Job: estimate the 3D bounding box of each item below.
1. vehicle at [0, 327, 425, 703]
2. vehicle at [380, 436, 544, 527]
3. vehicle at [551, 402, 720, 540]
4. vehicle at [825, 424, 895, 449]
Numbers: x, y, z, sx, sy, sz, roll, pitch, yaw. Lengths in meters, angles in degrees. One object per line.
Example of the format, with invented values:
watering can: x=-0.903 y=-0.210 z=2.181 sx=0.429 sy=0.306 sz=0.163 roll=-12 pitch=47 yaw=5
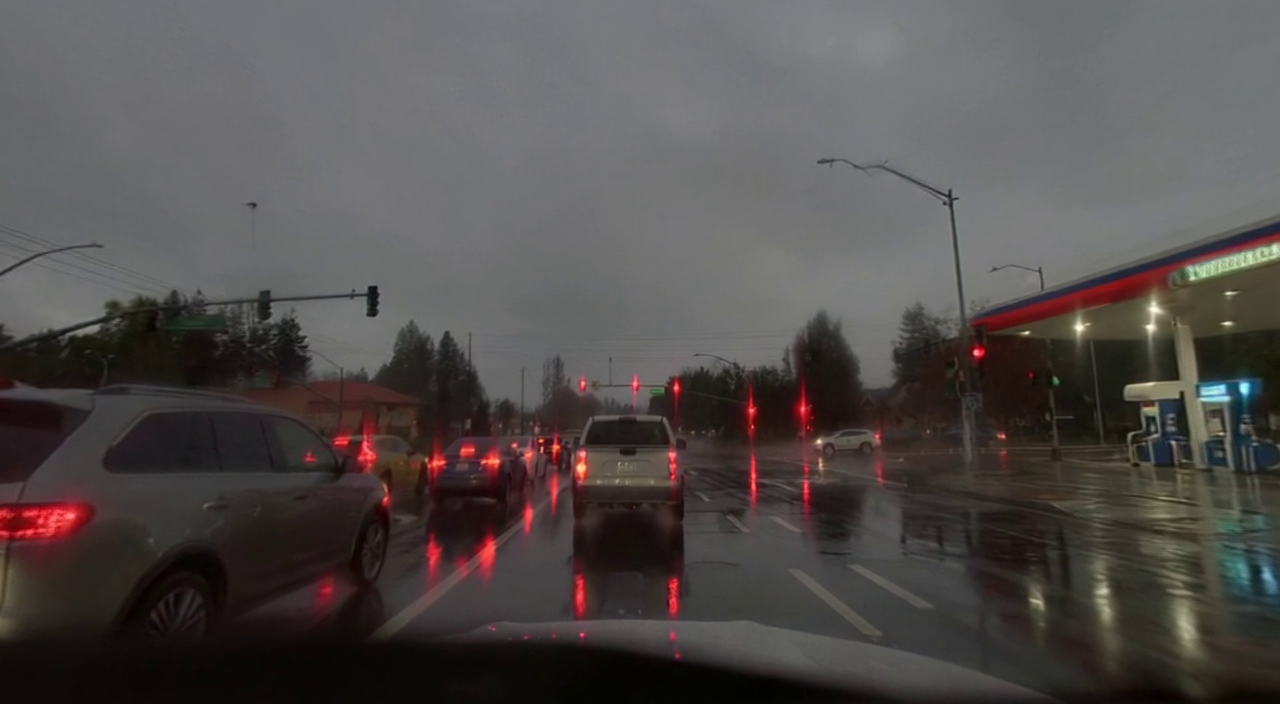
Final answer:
vehicle: x=-3.310 y=1.073 z=4.376 sx=2.096 sy=1.718 sz=4.266 roll=0 pitch=-9 yaw=0
vehicle: x=-3.149 y=2.367 z=12.142 sx=1.881 sy=1.424 sz=4.098 roll=0 pitch=-9 yaw=1
vehicle: x=-0.083 y=1.945 z=10.918 sx=2.224 sy=1.819 sz=5.005 roll=0 pitch=-9 yaw=-1
vehicle: x=16.027 y=6.160 z=46.044 sx=4.548 sy=1.730 sz=2.013 roll=3 pitch=-9 yaw=-22
